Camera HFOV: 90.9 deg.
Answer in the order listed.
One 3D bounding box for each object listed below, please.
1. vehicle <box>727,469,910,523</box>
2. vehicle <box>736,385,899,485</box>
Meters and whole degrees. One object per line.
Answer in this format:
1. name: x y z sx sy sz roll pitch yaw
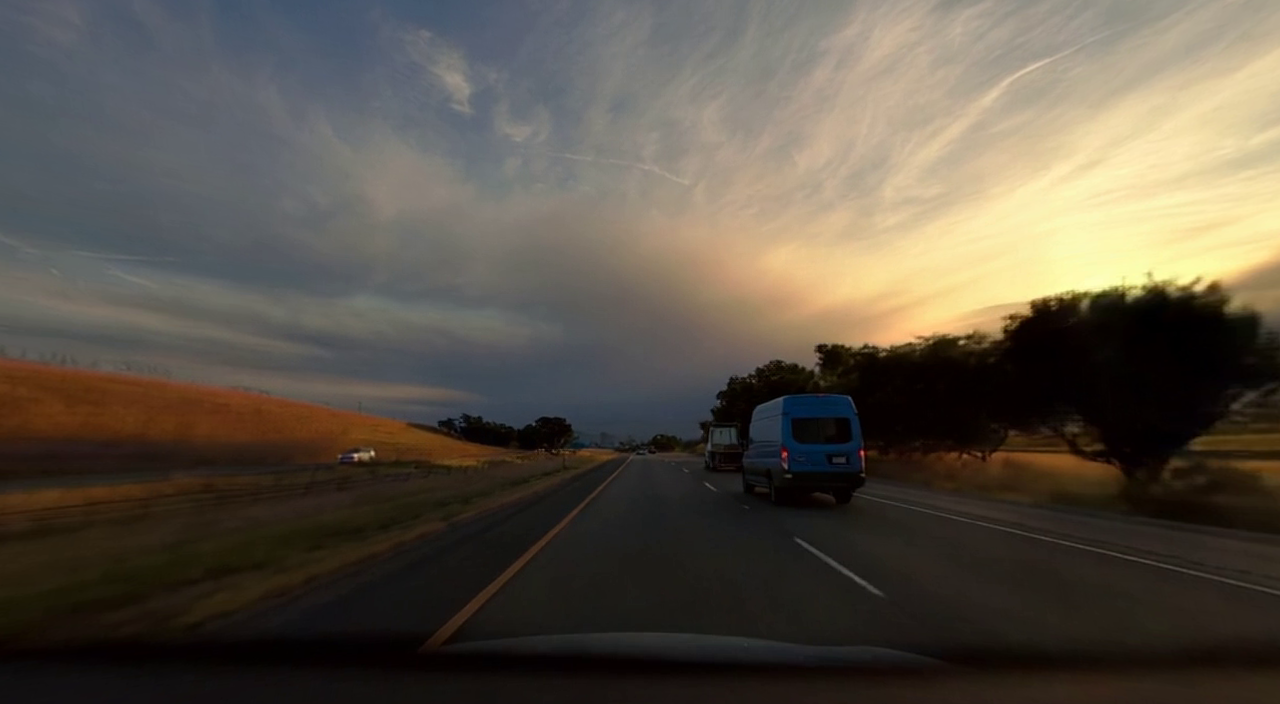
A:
1. vehicle: 4.006 3.456 15.773 2.702 0.824 6.391 0 -8 -1
2. vehicle: 4.077 2.127 15.816 2.444 2.053 5.616 0 -9 0
